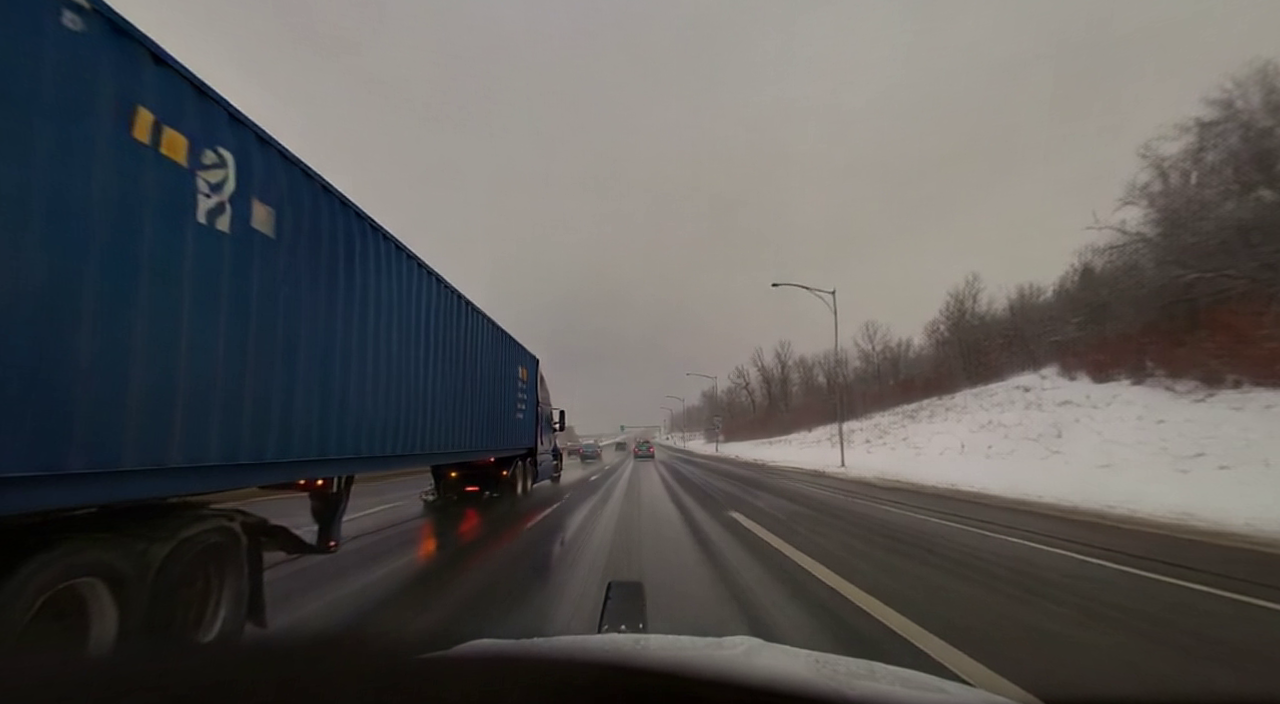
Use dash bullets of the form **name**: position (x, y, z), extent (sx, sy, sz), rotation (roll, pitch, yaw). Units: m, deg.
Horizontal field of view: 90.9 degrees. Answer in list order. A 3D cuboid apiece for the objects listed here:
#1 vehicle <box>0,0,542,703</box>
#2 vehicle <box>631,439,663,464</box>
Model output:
- **vehicle**: position (-3.951, 0.566, 8.811), extent (2.840, 4.032, 13.388), rotation (0, -8, 1)
- **vehicle**: position (0.479, 7.154, 45.485), extent (2.136, 1.718, 4.157), rotation (0, -8, 0)
